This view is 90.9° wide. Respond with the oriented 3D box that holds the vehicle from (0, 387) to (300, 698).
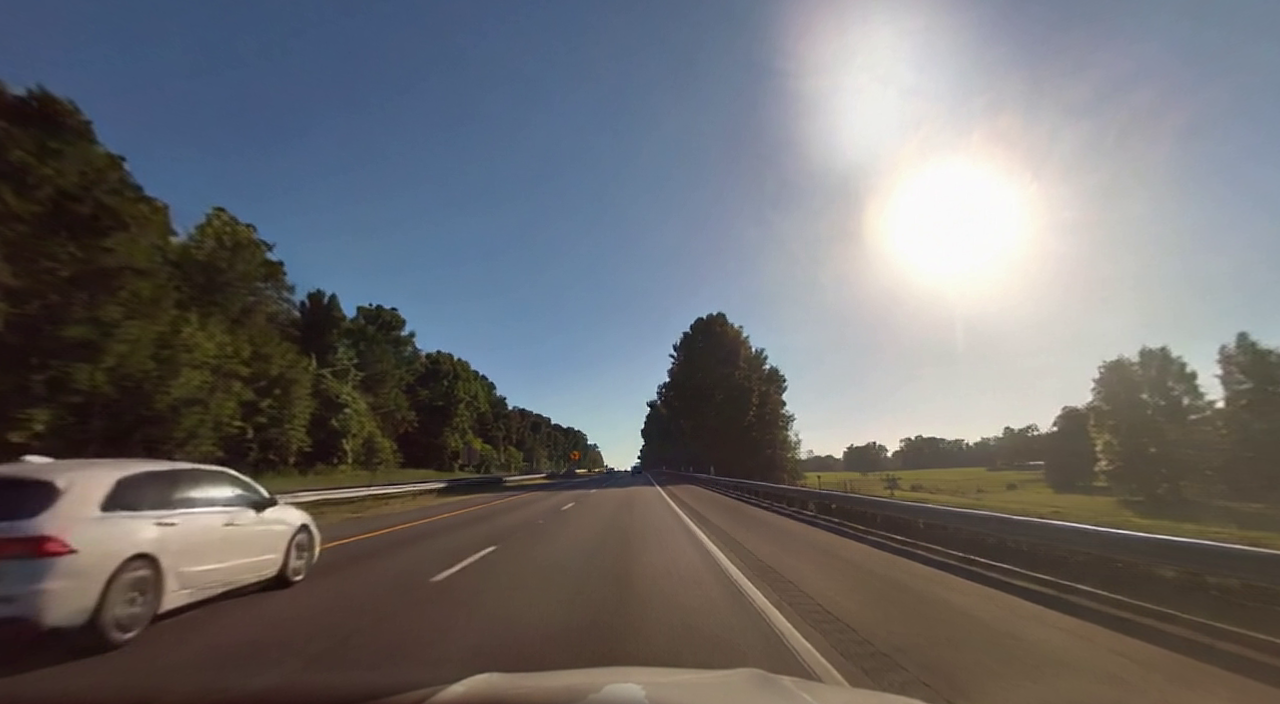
[{"bbox_3d":[-4.434,1.138,4.074,2.042,1.629,4.276,1,-10,0],"label":"vehicle"}]
